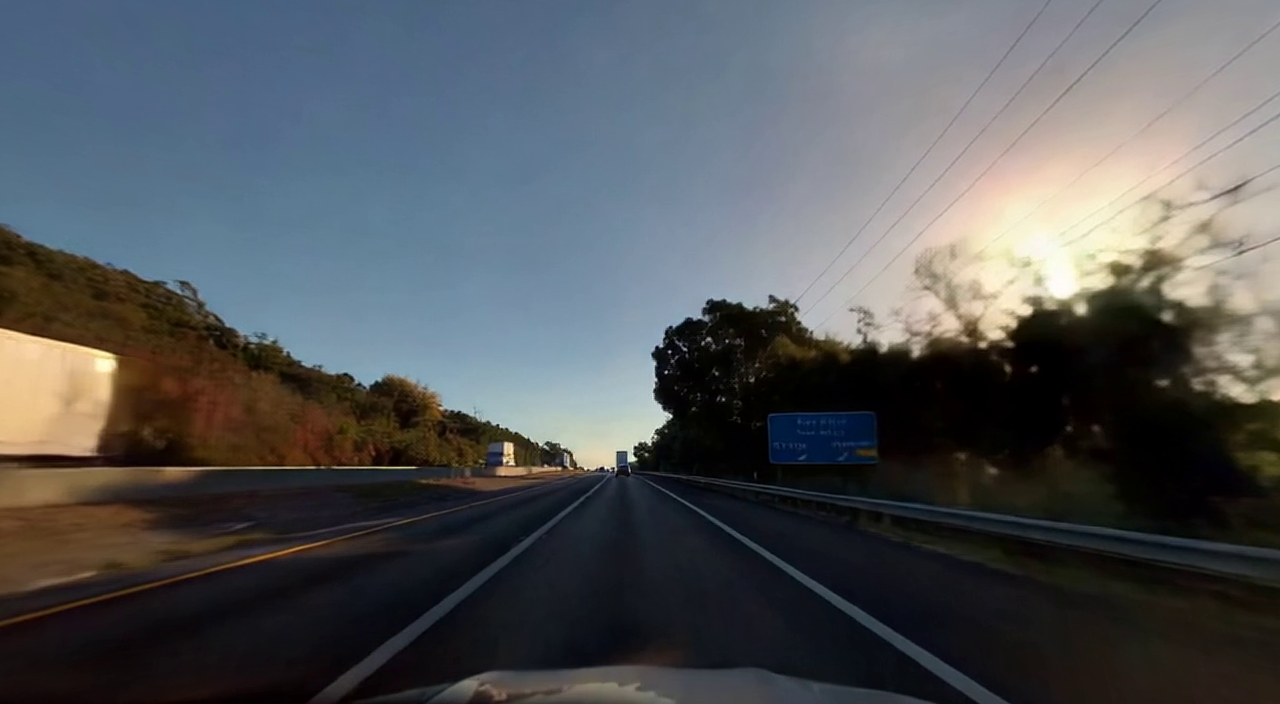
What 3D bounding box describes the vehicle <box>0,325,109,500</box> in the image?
[{"bbox_3d":[-16.441,0.613,10.456,3.031,4.028,14.206,1,-10,-1],"label":"vehicle"}]
